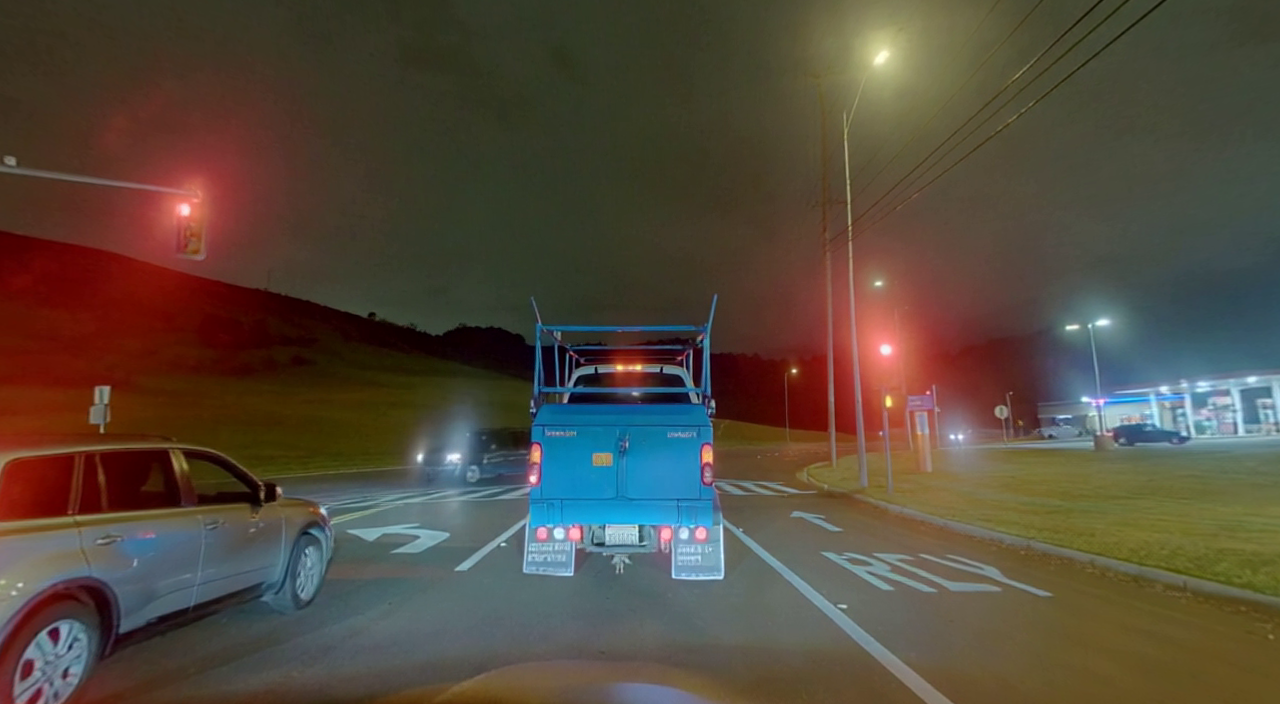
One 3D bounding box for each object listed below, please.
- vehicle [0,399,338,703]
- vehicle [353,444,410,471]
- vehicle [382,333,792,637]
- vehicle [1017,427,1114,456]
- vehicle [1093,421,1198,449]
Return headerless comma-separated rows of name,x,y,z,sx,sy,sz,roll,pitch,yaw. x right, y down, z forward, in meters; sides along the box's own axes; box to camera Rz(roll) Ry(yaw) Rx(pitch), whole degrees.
vehicle,-3.961,1.190,3.998,2.017,1.555,4.150,-1,-9,0
vehicle,-17.119,7.015,41.930,2.133,1.690,4.331,0,-9,-3
vehicle,-0.424,1.324,7.226,2.859,2.144,5.406,0,-9,-1
vehicle,25.563,5.396,37.946,4.419,1.496,1.854,-2,-9,1
vehicle,33.959,5.620,42.458,2.012,1.757,5.021,5,-10,-31
